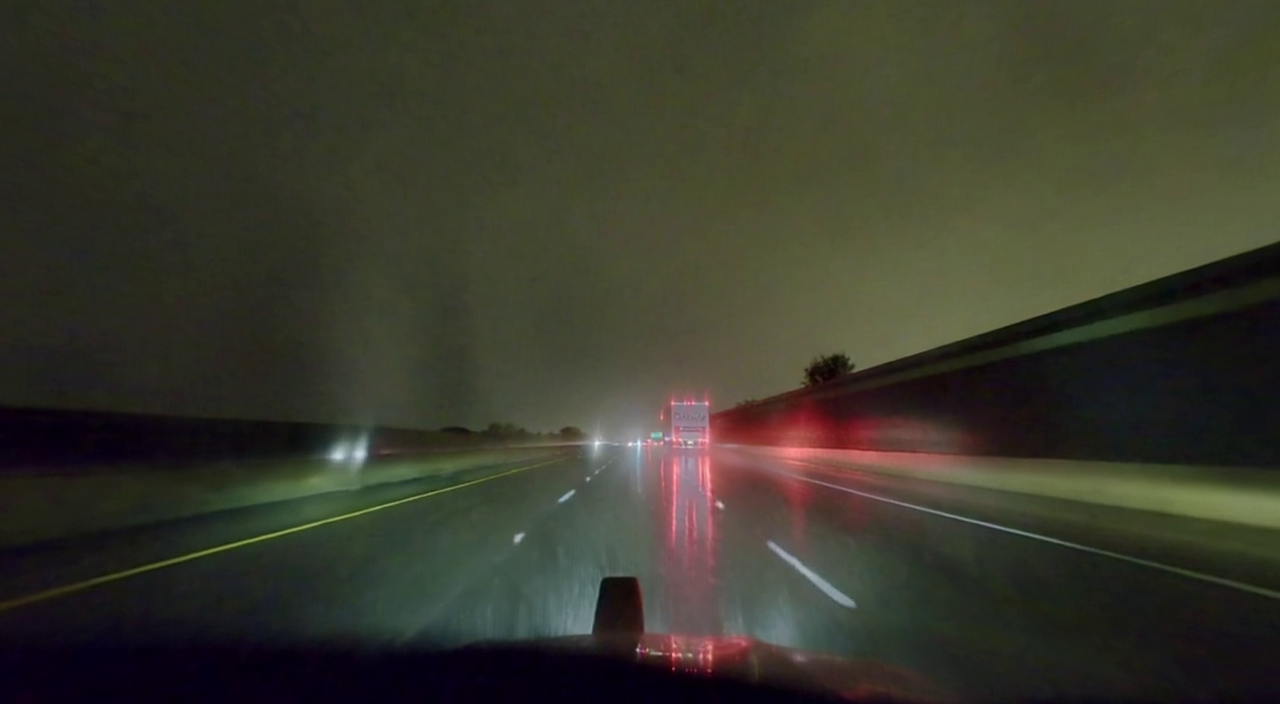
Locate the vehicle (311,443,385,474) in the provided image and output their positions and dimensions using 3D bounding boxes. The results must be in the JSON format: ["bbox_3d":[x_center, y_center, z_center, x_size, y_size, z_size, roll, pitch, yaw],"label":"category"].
[{"bbox_3d":[-16.242,5.912,35.210,1.925,1.554,4.674,0,-8,0],"label":"vehicle"}]
